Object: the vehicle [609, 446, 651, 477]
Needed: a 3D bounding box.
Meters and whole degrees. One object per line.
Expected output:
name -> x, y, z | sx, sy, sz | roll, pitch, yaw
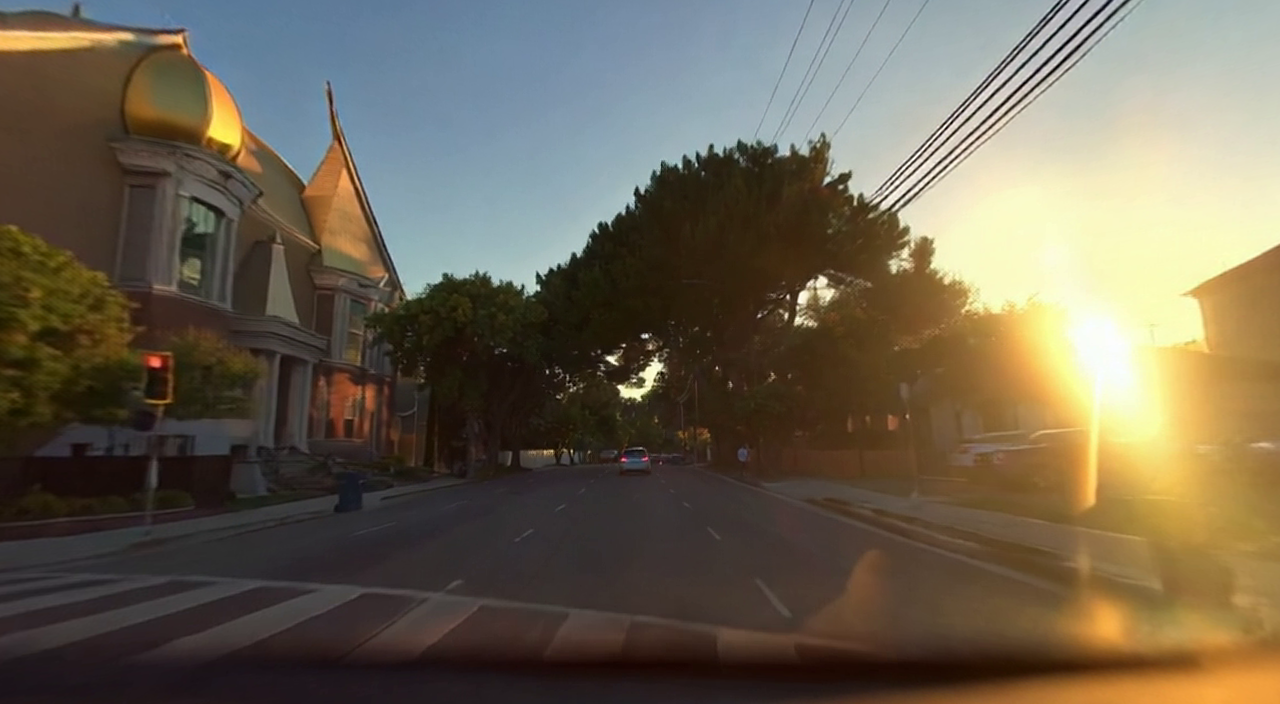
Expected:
vehicle -> -0.515, 5.827, 33.737 | 2.093, 1.497, 4.010 | 0, -9, -1
